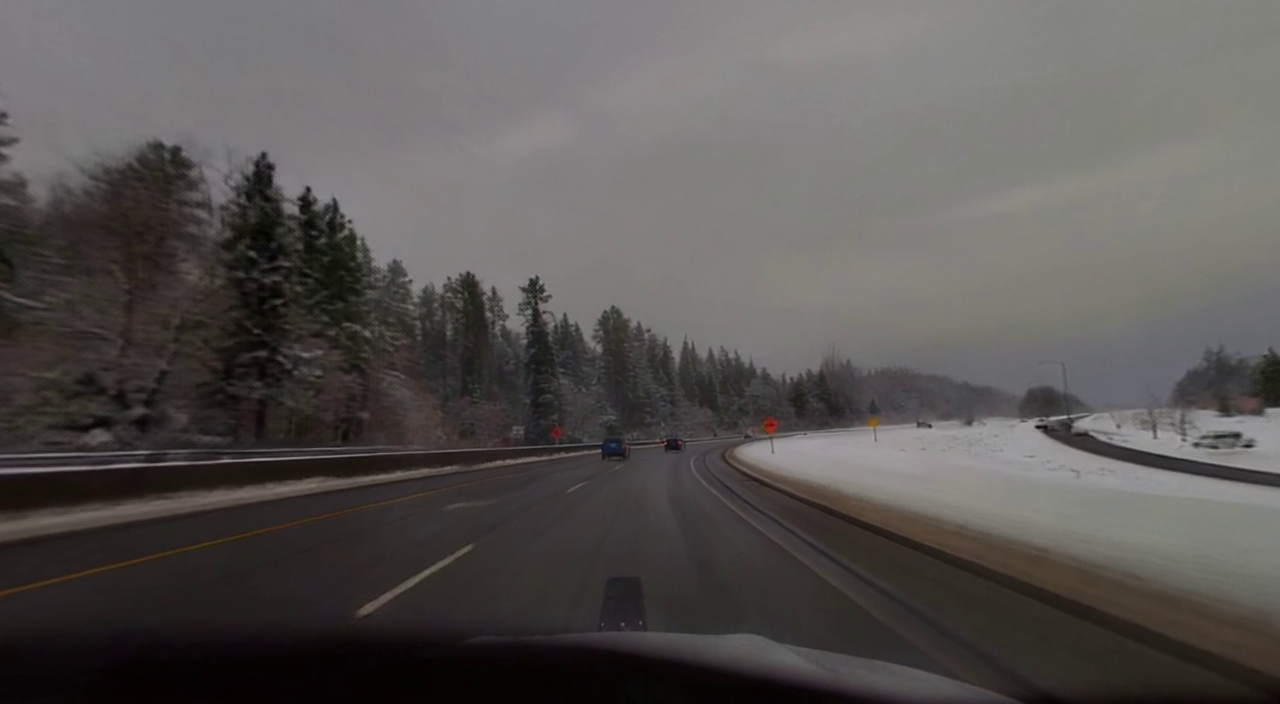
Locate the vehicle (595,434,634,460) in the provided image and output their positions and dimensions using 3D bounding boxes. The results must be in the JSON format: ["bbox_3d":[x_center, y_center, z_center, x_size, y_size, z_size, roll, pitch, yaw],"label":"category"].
[{"bbox_3d":[-1.719,6.678,44.395,2.129,1.742,4.217,-1,-8,6],"label":"vehicle"}]

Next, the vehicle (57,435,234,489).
[{"bbox_3d":[-16.111,3.592,20.939,2.036,1.554,4.510,-1,-8,3],"label":"vehicle"}]
